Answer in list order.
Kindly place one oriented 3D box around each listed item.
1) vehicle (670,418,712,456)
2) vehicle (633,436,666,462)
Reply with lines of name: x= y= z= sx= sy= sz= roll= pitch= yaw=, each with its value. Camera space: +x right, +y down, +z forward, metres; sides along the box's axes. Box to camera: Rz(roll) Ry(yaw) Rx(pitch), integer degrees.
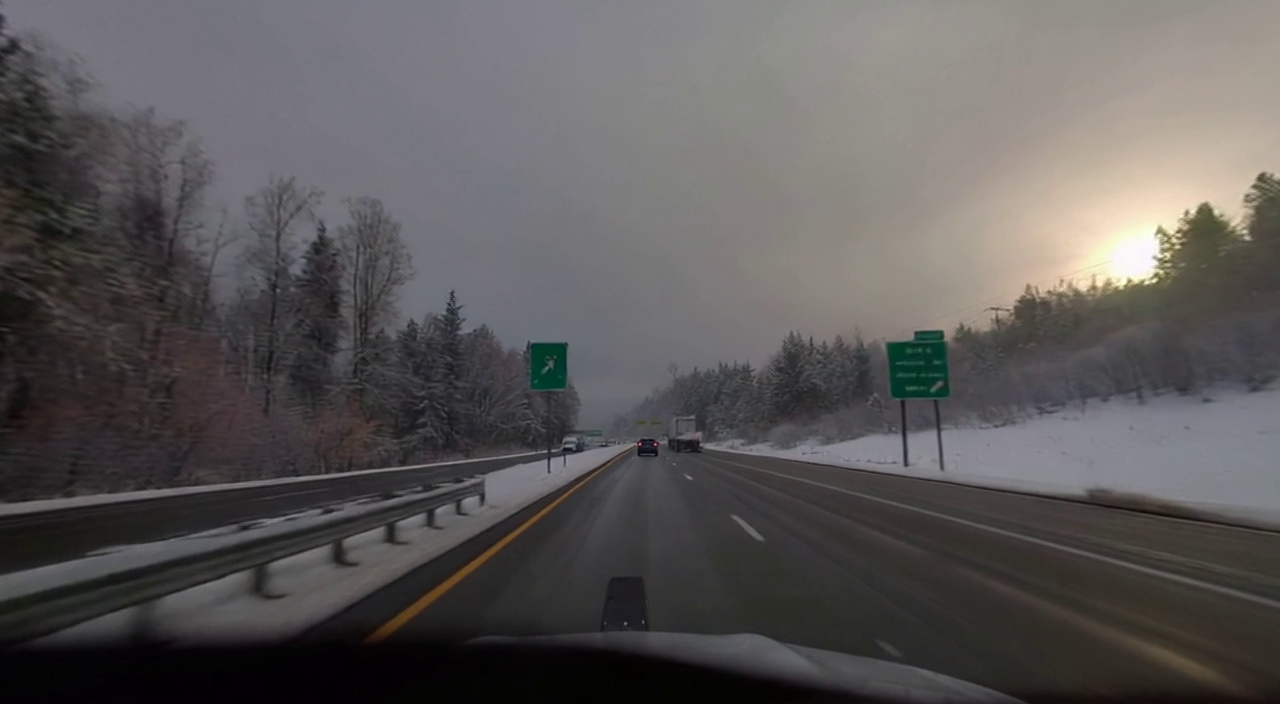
vehicle: x=3.730 y=6.448 z=47.321 sx=2.691 sy=2.646 sz=6.279 roll=0 pitch=-8 yaw=0
vehicle: x=0.591 y=5.986 z=38.815 sx=1.924 sy=1.498 sz=3.817 roll=0 pitch=-8 yaw=1
